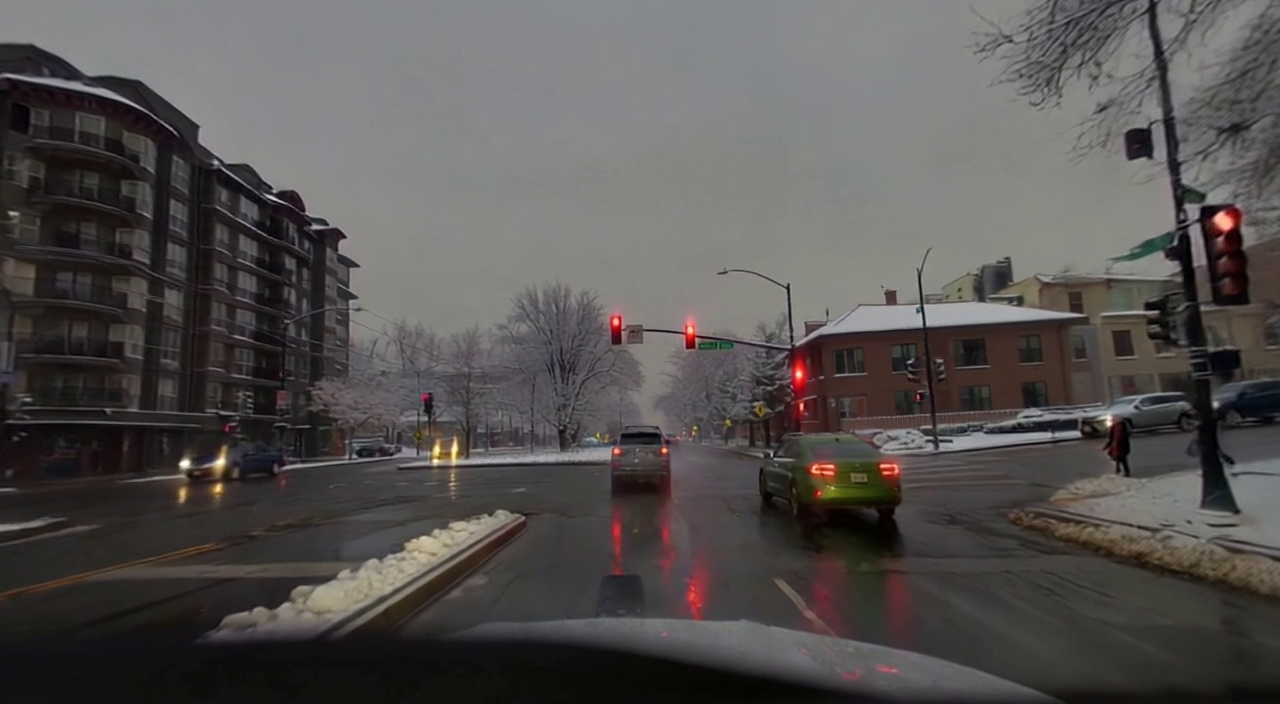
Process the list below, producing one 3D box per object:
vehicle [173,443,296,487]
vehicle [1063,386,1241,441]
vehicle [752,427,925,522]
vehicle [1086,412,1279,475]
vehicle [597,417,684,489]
[{"bbox_3d":[-17.100,4.756,26.976,2.132,1.710,4.504,0,-8,2],"label":"vehicle"},{"bbox_3d":[20.656,2.512,25.702,5.146,1.699,2.269,-5,-7,1],"label":"vehicle"},{"bbox_3d":[3.691,2.363,12.750,1.987,1.538,4.510,0,-8,0],"label":"vehicle"},{"bbox_3d":[14.116,2.304,15.871,4.354,1.466,1.863,0,-8,0],"label":"vehicle"},{"bbox_3d":[0.069,2.827,17.839,2.168,1.776,4.135,0,-8,2],"label":"vehicle"}]
